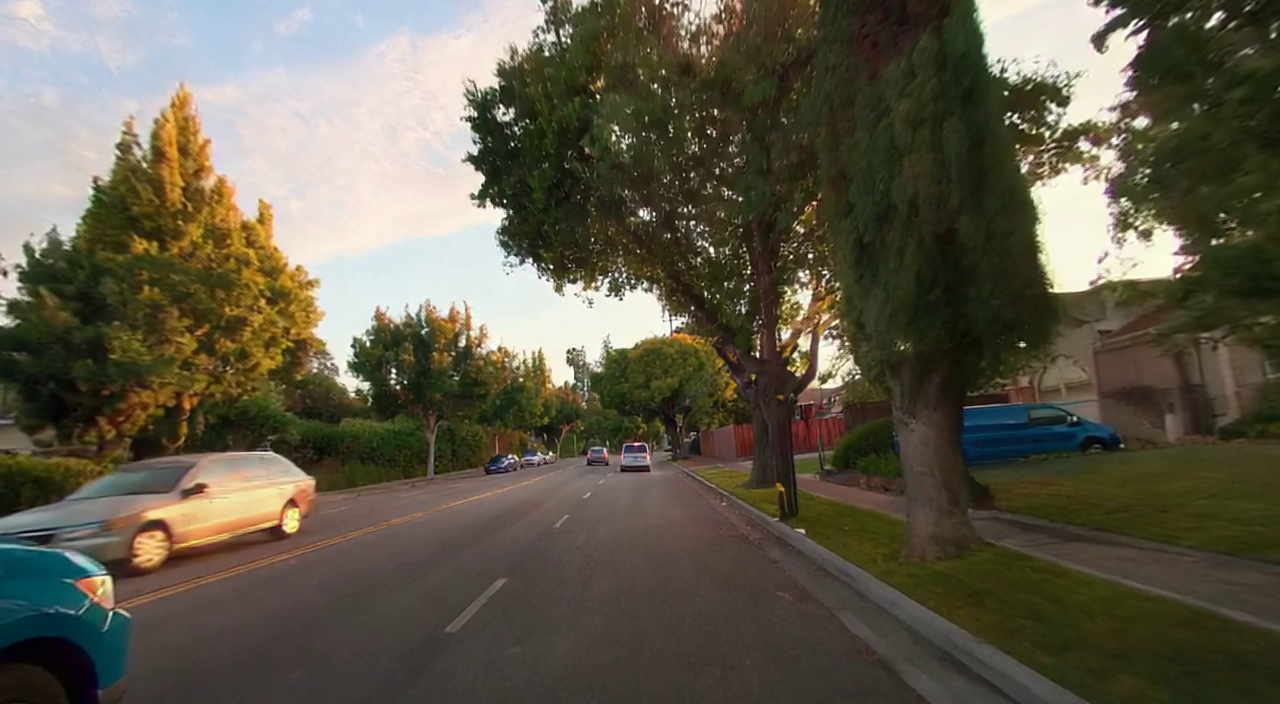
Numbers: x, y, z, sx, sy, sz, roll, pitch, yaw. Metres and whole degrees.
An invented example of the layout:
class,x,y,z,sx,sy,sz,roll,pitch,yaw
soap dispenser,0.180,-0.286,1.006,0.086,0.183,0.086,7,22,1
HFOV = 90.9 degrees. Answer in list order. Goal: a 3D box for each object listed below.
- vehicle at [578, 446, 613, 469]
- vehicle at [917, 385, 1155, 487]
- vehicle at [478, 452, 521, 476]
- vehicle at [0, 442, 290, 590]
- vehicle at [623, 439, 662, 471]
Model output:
class,x,y,z,sx,sy,sz,roll,pitch,yaw
vehicle,-2.962,7.145,43.016,1.968,1.472,4.489,0,-8,2
vehicle,8.942,1.957,14.568,3.992,1.722,1.911,-7,-9,2
vehicle,-9.741,7.812,44.120,1.879,1.494,4.445,-1,-8,2
vehicle,-7.534,2.219,9.470,1.977,1.680,4.245,-1,-8,2
vehicle,0.158,5.902,36.192,2.120,1.718,3.909,0,-8,0
